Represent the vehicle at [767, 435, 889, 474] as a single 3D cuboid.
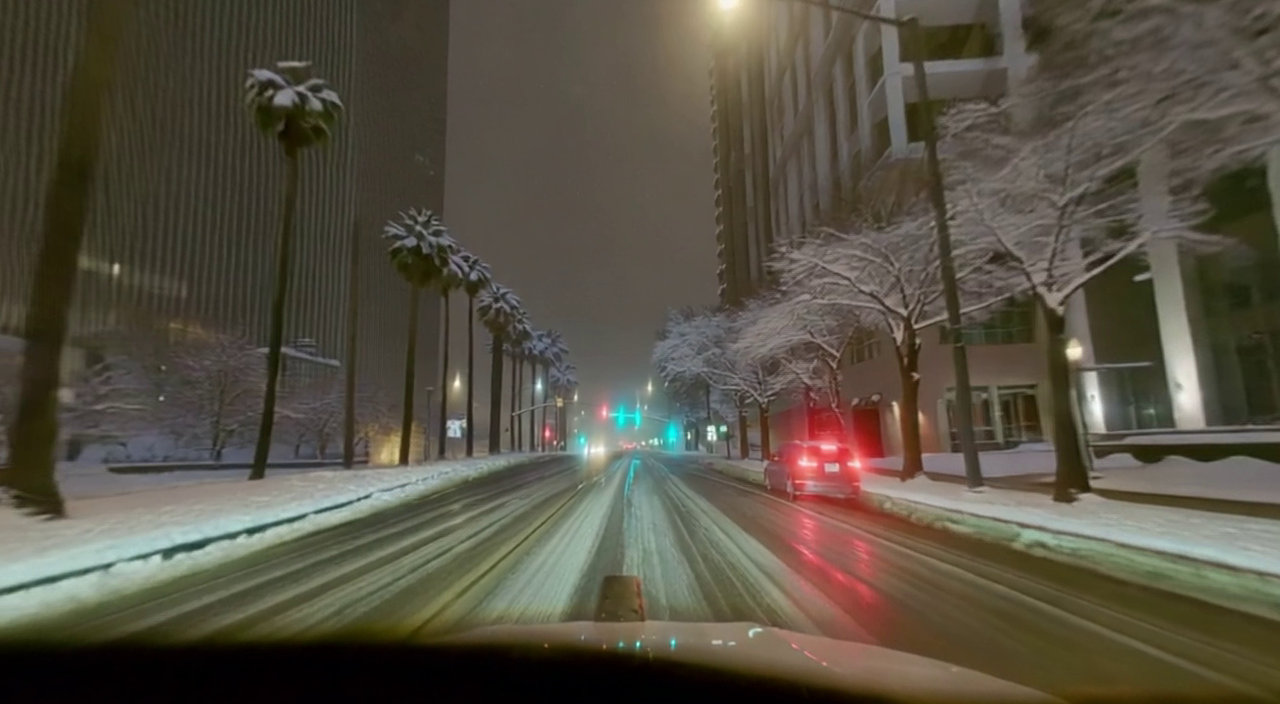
[{"bbox_3d":[8.513,4.697,29.024,4.871,1.708,2.144,0,-9,-2],"label":"vehicle"}]
